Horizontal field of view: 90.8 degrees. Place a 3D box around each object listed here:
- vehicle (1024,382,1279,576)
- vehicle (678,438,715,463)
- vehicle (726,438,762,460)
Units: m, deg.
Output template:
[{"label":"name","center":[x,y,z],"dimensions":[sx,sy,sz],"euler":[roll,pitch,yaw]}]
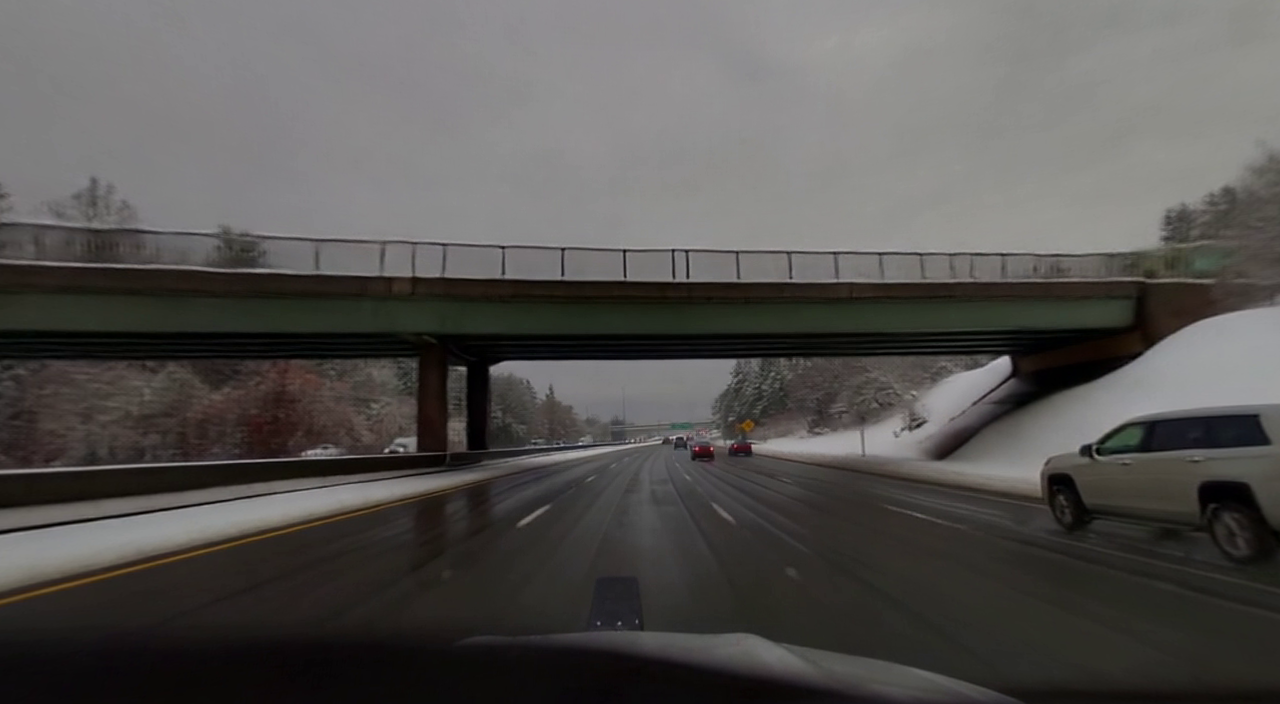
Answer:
[{"label":"vehicle","center":[7.051,1.381,7.240],"dimensions":[2.087,1.806,4.946],"euler":[0,-8,-1]},{"label":"vehicle","center":[3.465,6.152,39.532],"dimensions":[1.981,1.471,4.342],"euler":[-1,-8,1]},{"label":"vehicle","center":[7.851,7.363,47.978],"dimensions":[1.989,1.529,4.375],"euler":[0,-8,0]}]
